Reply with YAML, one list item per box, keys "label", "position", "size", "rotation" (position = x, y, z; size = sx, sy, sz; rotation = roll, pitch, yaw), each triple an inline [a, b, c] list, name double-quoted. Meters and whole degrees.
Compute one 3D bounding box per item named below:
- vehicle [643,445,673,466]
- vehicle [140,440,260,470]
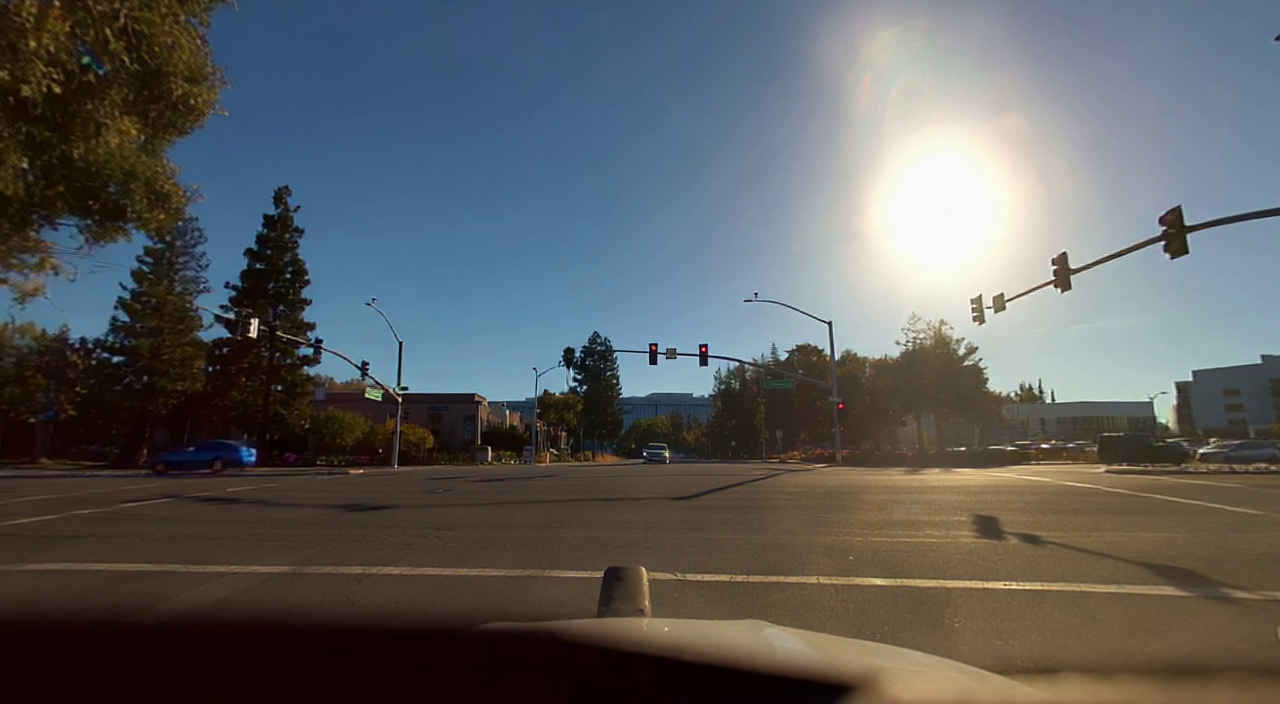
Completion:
- label: "vehicle"
  position: [1.279, 7.631, 46.465]
  size: [2.132, 1.449, 4.235]
  rotation: [0, -9, 0]
- label: "vehicle"
  position: [-22.121, 5.198, 31.813]
  size: [4.681, 1.465, 1.820]
  rotation: [0, -9, 1]
